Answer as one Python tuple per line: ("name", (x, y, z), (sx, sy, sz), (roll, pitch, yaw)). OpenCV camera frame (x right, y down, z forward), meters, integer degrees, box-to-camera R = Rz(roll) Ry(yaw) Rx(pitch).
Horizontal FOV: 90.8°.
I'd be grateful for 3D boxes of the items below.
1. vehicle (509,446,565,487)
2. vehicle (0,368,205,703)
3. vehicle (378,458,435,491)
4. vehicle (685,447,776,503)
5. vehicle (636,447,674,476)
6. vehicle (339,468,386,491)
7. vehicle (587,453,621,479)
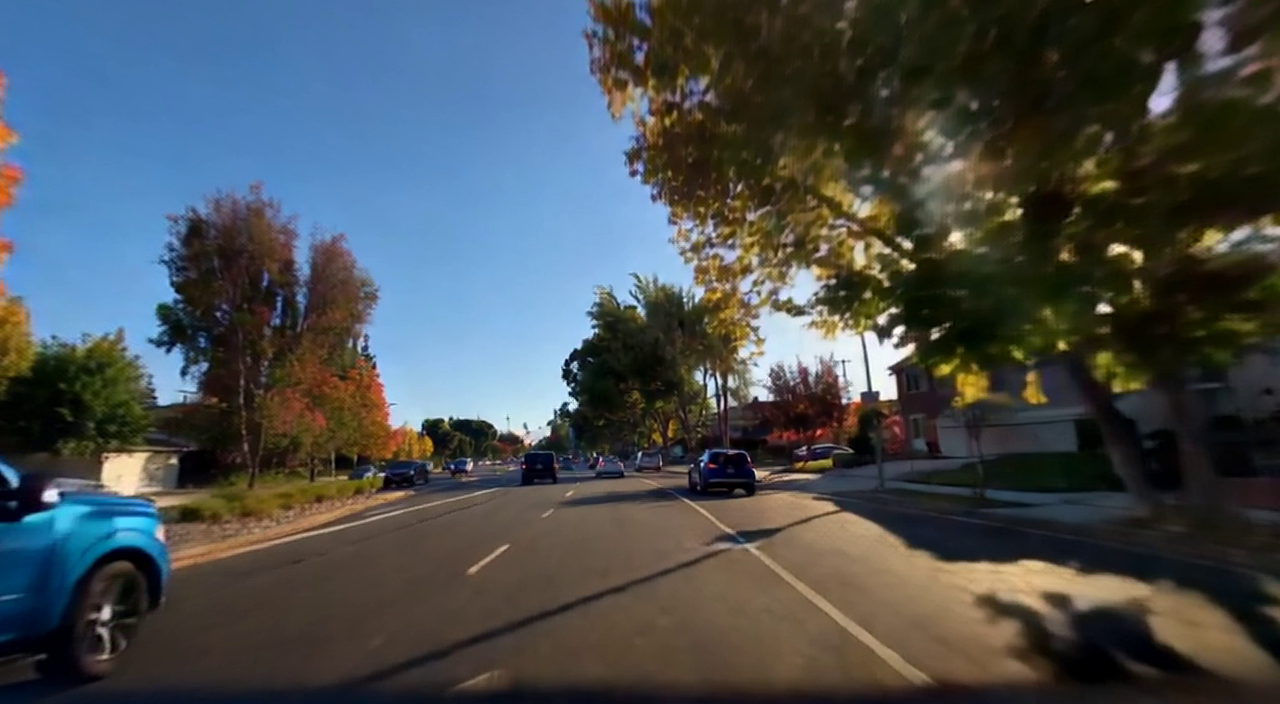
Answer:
("vehicle", (-4.880, 5.481, 30.623), (2.218, 1.829, 4.492), (0, -8, -3))
("vehicle", (-4.035, 0.765, 1.625), (2.111, 1.745, 5.274), (0, -8, -1))
("vehicle", (-13.565, 7.109, 36.991), (2.017, 1.691, 4.351), (0, -8, -5))
("vehicle", (2.574, 3.619, 19.100), (1.884, 1.463, 4.195), (0, -8, -4))
("vehicle", (0.973, 7.498, 43.396), (2.099, 1.845, 4.363), (1, -9, -6))
("vehicle", (-21.866, 10.050, 49.935), (1.951, 1.480, 4.691), (0, -8, -5))
("vehicle", (-2.403, 7.386, 41.214), (2.030, 1.477, 4.330), (1, -8, -5))
